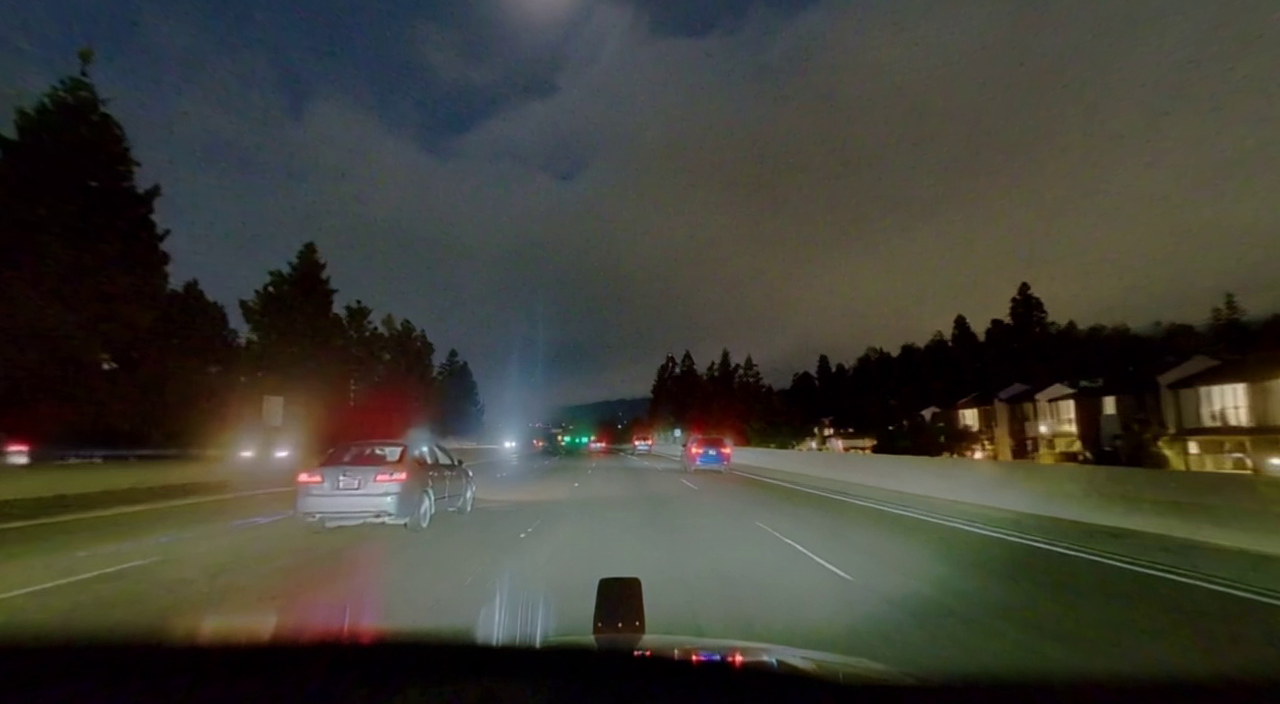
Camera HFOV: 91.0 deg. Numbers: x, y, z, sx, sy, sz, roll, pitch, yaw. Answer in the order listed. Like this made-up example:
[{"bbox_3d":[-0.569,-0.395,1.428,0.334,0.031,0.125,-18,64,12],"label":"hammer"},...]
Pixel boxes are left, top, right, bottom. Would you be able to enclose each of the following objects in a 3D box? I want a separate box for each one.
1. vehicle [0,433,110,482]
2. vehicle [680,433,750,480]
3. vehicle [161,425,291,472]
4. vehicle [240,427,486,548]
[{"bbox_3d":[-19.955,3.433,20.625,1.857,1.430,3.870,0,-9,-2],"label":"vehicle"},{"bbox_3d":[2.855,4.134,25.088,2.092,1.686,4.188,0,-9,-2],"label":"vehicle"},{"bbox_3d":[-16.391,3.879,25.304,2.186,1.682,4.623,0,-9,-3],"label":"vehicle"},{"bbox_3d":[-4.093,2.074,10.311,2.036,1.528,4.400,0,-9,0],"label":"vehicle"}]
